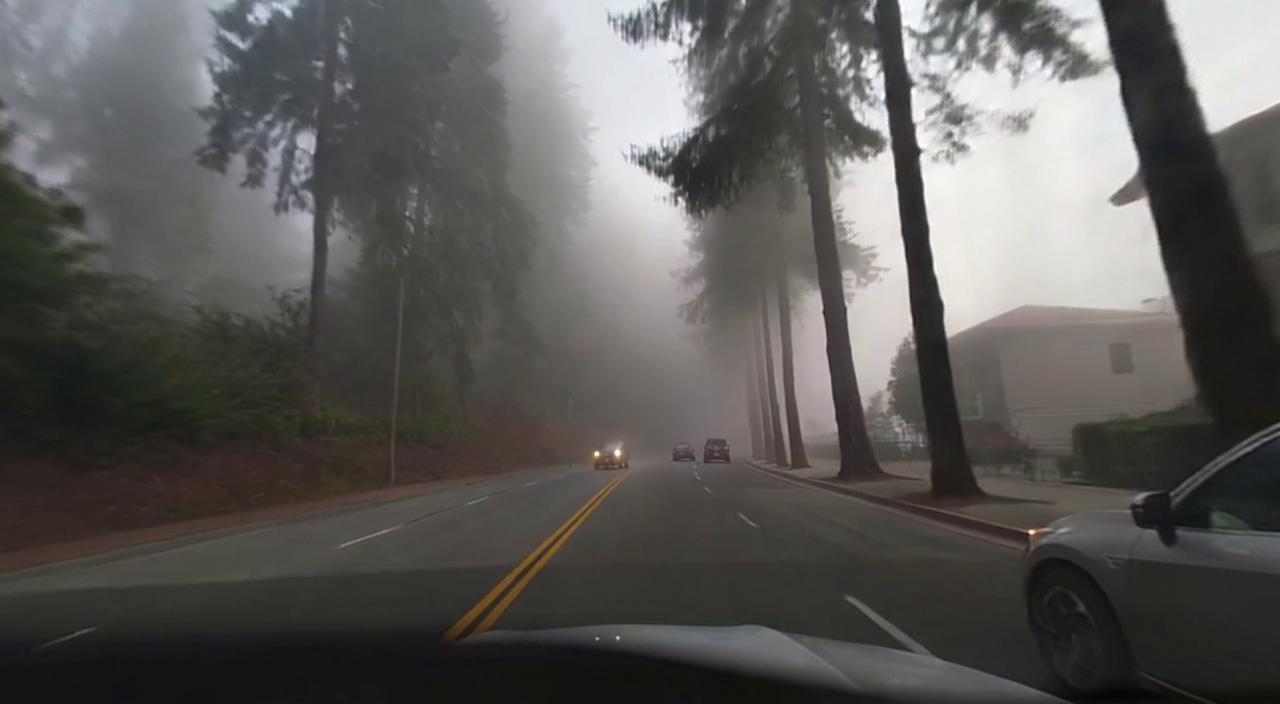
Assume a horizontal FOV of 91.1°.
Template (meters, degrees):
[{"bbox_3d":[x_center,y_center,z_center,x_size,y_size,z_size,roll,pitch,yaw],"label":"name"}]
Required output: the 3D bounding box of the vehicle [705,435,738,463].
[{"bbox_3d":[5.490,6.573,42.518,2.069,1.791,4.422,-1,-8,6],"label":"vehicle"}]

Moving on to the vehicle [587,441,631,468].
[{"bbox_3d":[-1.808,6.153,37.843,1.958,1.538,4.081,-1,-8,6],"label":"vehicle"}]

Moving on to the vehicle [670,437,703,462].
[{"bbox_3d":[3.756,7.688,49.790,2.158,1.852,4.485,-2,-9,10],"label":"vehicle"}]

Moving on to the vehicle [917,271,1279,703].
[{"bbox_3d":[3.241,0.690,2.178,2.219,1.881,5.104,0,-8,0],"label":"vehicle"}]
